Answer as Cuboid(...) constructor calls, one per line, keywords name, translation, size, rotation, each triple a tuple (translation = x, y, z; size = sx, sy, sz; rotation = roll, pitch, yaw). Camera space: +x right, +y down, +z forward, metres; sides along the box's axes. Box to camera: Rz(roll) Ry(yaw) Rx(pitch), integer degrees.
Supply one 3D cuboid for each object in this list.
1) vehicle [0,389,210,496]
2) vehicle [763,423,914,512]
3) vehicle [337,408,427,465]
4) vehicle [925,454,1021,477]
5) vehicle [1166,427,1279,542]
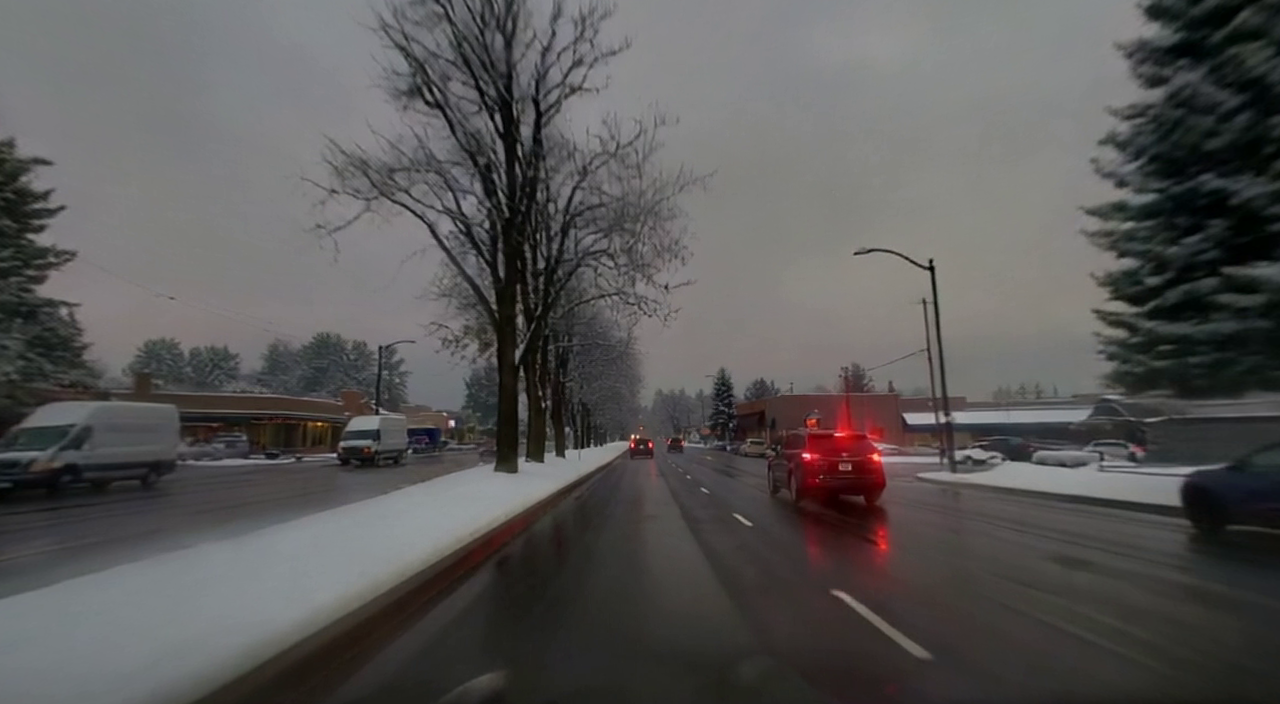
Cuboid(name="vehicle", translation=(-19.163, 3.256, 22.717), size=(2.811, 3.326, 6.083), rotation=(0, -8, 1))
Cuboid(name="vehicle", translation=(4.126, 2.464, 13.869), size=(2.072, 1.669, 3.836), rotation=(0, -8, 0))
Cuboid(name="vehicle", translation=(-18.761, 6.286, 46.588), size=(3.086, 3.767, 8.298), rotation=(0, -8, 0))
Cuboid(name="vehicle", translation=(20.172, 6.887, 38.347), size=(4.671, 1.349, 1.976), rotation=(0, -8, -1))
Cuboid(name="vehicle", translation=(10.413, 1.871, 8.795), size=(2.078, 1.668, 4.654), rotation=(0, -8, 0))
